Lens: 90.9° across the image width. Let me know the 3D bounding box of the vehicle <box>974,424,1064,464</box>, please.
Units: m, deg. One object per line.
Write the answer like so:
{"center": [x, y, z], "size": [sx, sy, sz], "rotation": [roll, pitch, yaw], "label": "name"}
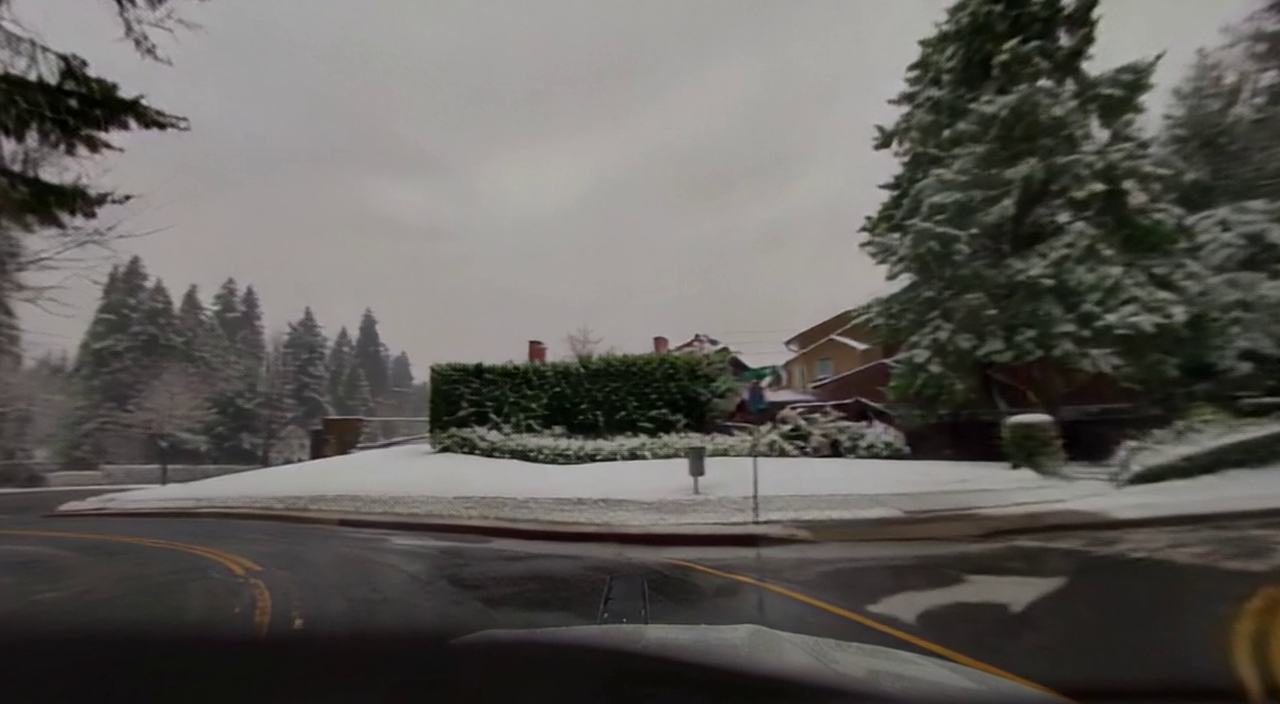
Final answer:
{"center": [15.958, 3.919, 26.759], "size": [1.802, 1.548, 3.501], "rotation": [-1, -9, 5], "label": "vehicle"}
